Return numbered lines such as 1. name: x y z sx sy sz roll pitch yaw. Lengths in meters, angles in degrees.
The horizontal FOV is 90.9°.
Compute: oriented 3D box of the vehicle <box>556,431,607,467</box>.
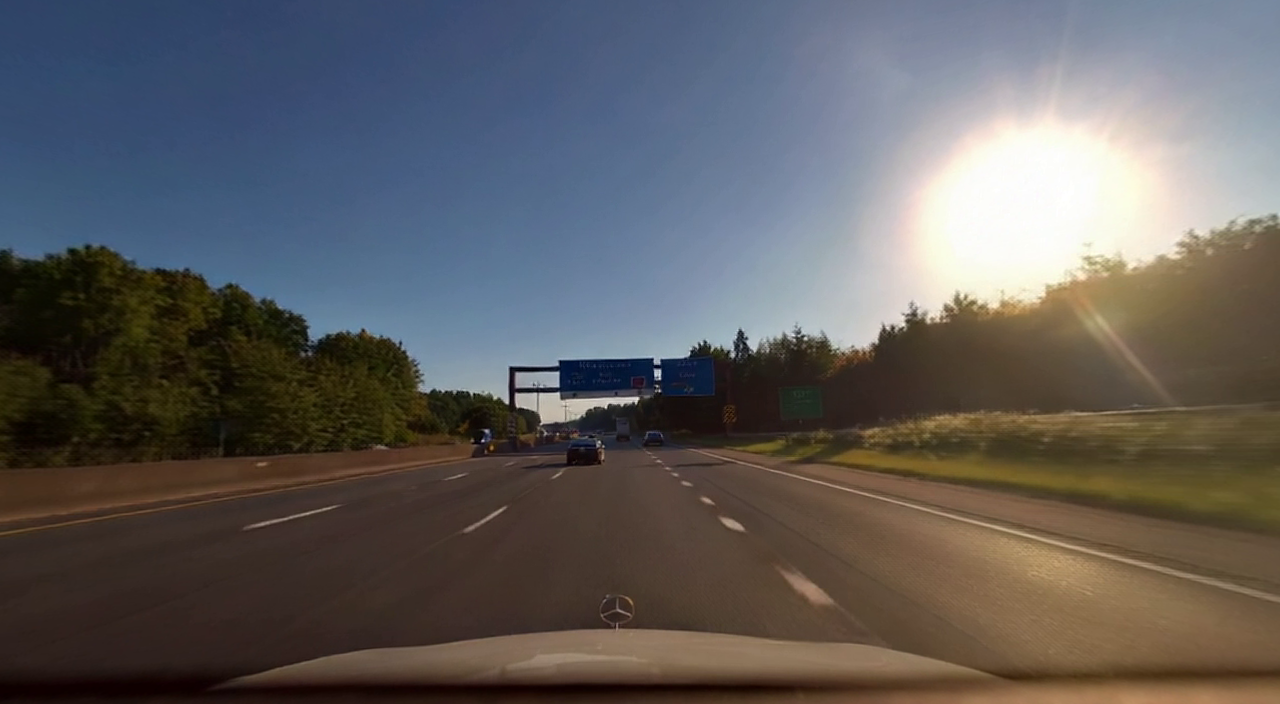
1. vehicle: -2.564 4.377 28.669 2.000 1.491 3.913 0 -7 -1
